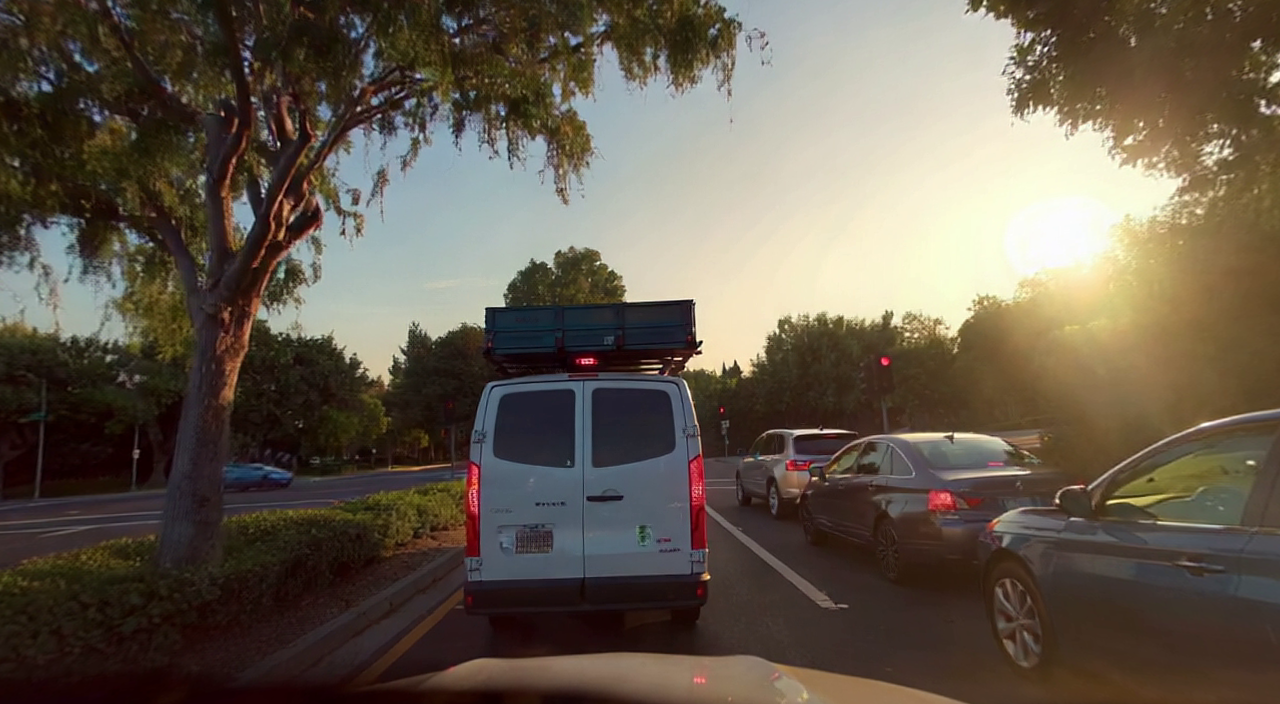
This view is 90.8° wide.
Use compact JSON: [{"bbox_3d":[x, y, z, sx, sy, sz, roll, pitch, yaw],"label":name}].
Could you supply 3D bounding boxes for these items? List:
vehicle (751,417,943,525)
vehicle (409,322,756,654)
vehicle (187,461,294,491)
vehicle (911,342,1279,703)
[{"bbox_3d":[3.697,2.215,12.274,2.024,1.692,4.252,1,-9,-4],"label":"vehicle"},{"bbox_3d":[-0.359,1.155,6.193,2.145,2.089,4.309,0,-9,0],"label":"vehicle"},{"bbox_3d":[-19.454,6.045,31.004,4.135,1.321,1.687,3,-9,-22],"label":"vehicle"},{"bbox_3d":[3.456,0.941,3.400,1.965,1.671,4.146,0,-9,-3],"label":"vehicle"}]
